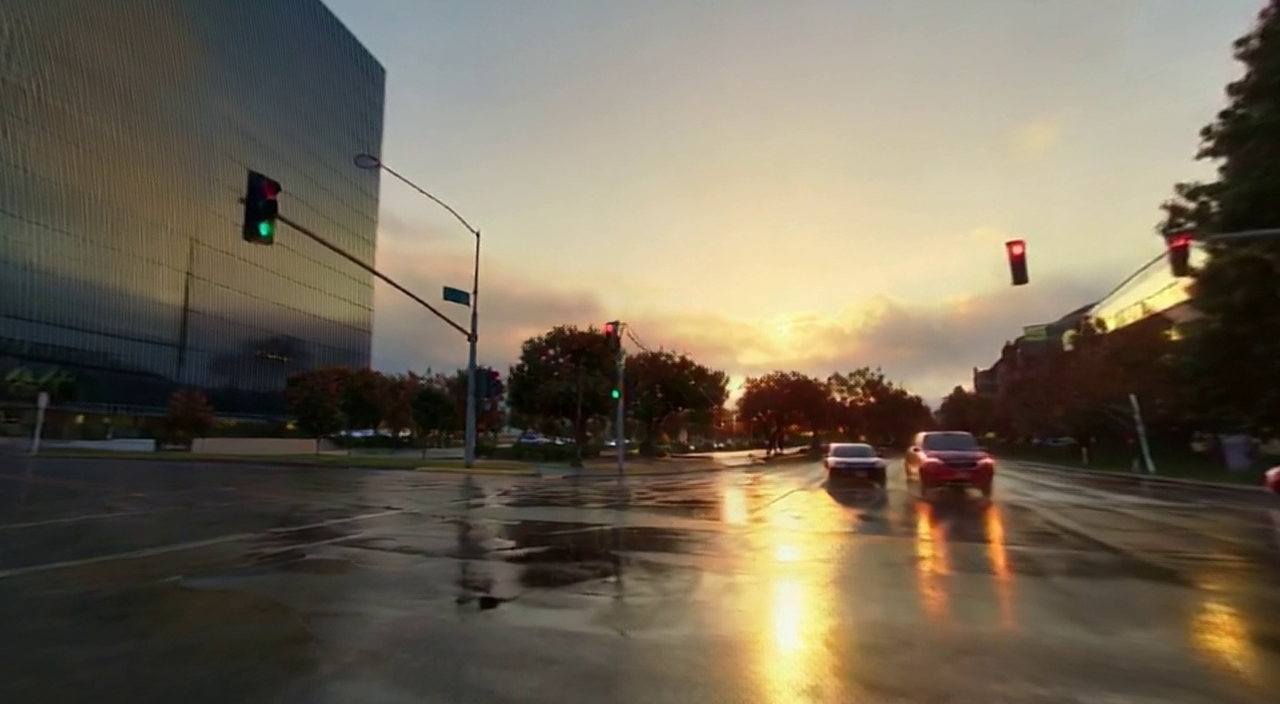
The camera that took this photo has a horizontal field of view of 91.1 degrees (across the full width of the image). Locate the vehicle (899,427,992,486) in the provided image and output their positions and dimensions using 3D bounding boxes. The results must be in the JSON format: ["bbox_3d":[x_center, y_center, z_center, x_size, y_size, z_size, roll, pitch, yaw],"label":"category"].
[{"bbox_3d":[9.890,3.401,20.705,2.018,1.699,4.751,-3,-9,18],"label":"vehicle"}]

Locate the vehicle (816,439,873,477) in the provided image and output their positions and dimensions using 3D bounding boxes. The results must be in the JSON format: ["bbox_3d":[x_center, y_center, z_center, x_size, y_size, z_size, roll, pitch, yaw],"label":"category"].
[{"bbox_3d":[9.053,4.585,27.548,2.068,1.486,4.664,-3,-9,21],"label":"vehicle"}]
